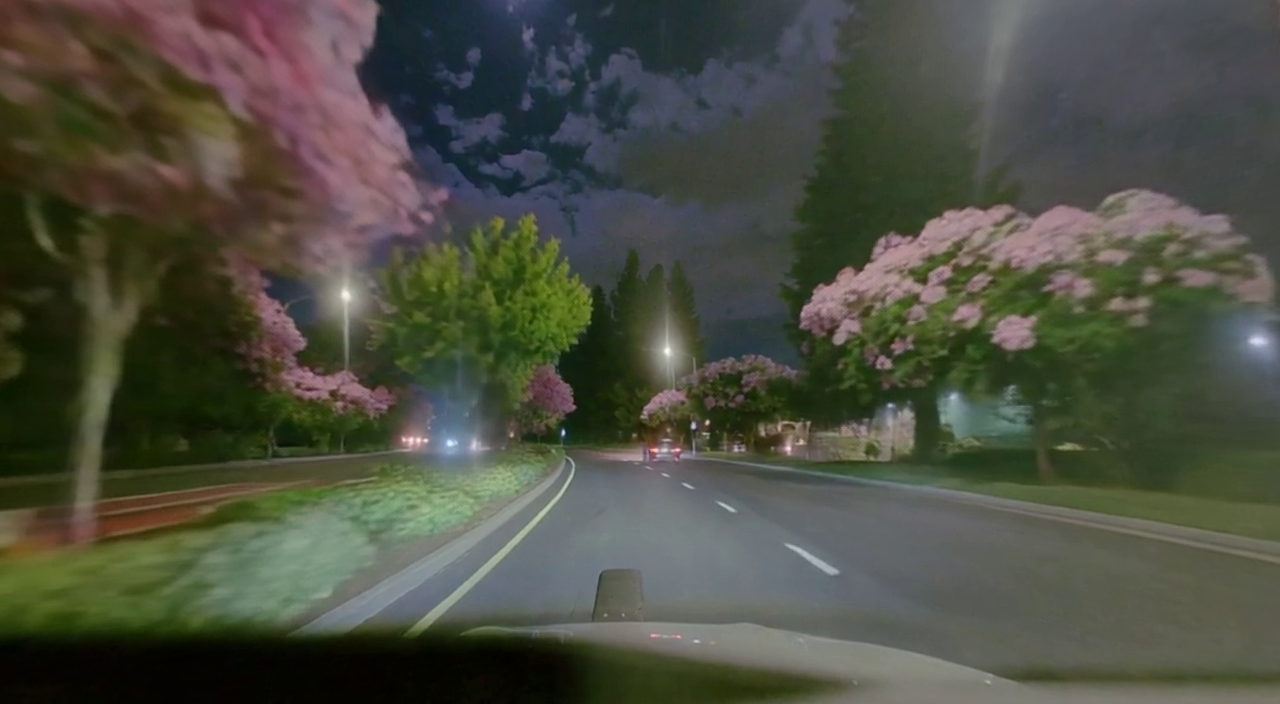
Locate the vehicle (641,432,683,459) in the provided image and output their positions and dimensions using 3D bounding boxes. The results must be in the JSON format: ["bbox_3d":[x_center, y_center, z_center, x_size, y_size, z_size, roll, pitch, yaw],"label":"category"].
[{"bbox_3d":[1.502,6.645,44.788,2.166,1.828,4.607,1,-8,-9],"label":"vehicle"}]
